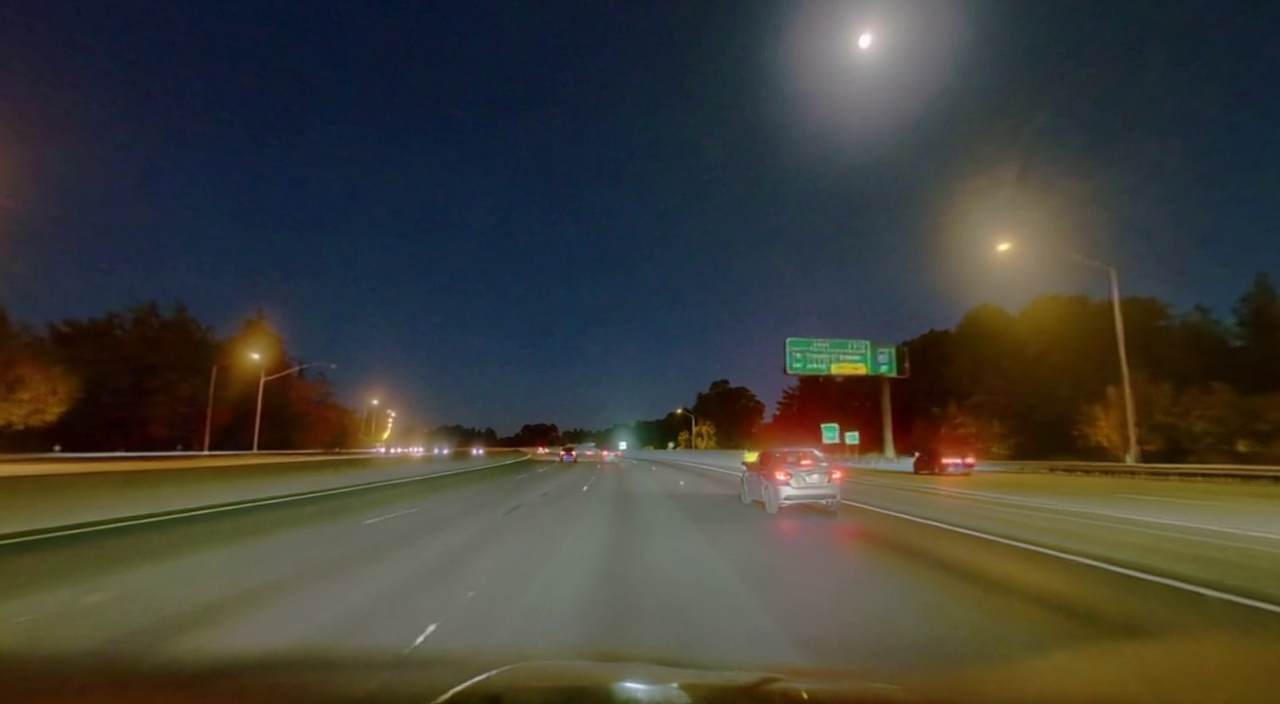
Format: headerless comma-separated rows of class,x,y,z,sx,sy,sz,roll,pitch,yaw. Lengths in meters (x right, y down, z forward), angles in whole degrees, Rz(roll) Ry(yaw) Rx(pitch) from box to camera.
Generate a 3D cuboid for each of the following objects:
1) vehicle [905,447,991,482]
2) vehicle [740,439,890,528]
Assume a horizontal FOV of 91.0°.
vehicle,14.300,5.223,29.532,1.878,1.486,4.636,0,-9,3
vehicle,3.418,2.644,13.152,1.975,1.562,3.823,0,-9,-1
